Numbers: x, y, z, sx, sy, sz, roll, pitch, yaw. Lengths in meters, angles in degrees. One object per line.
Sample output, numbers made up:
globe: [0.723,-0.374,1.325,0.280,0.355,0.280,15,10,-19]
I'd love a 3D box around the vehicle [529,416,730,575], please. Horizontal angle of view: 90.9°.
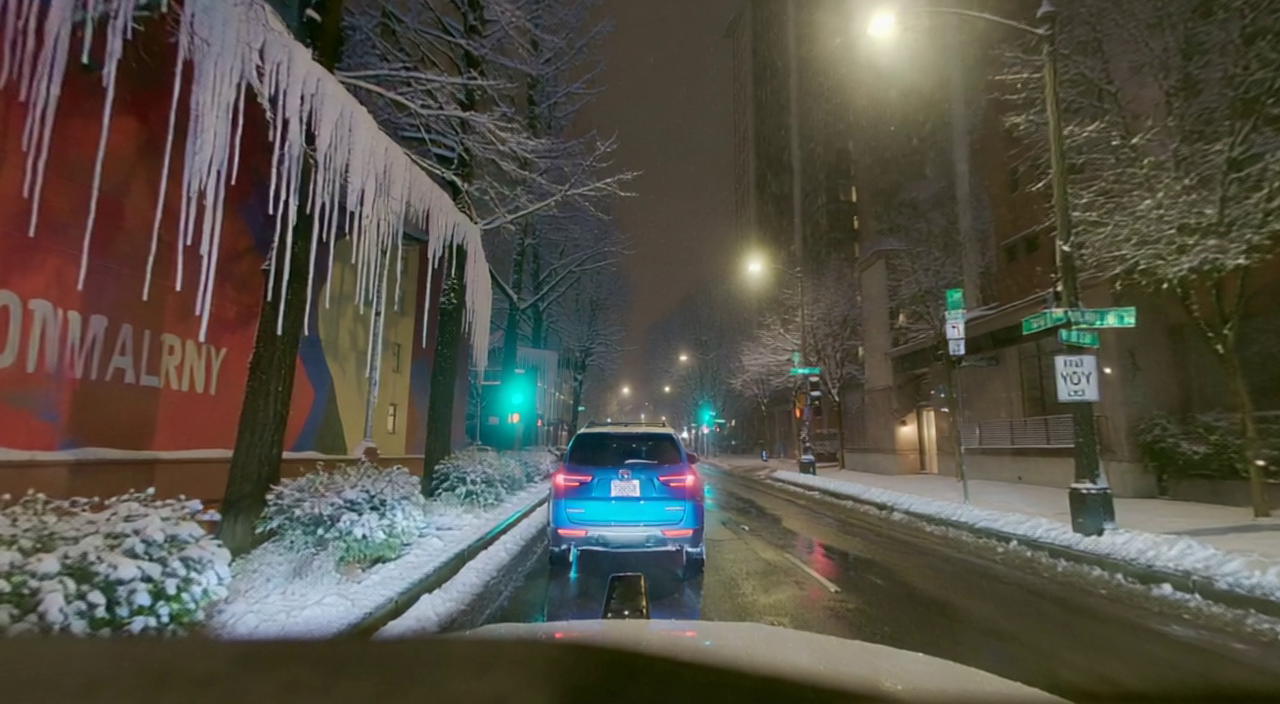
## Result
vehicle: [-0.134,1.775,8.544,2.079,1.621,3.861,0,-8,-1]
